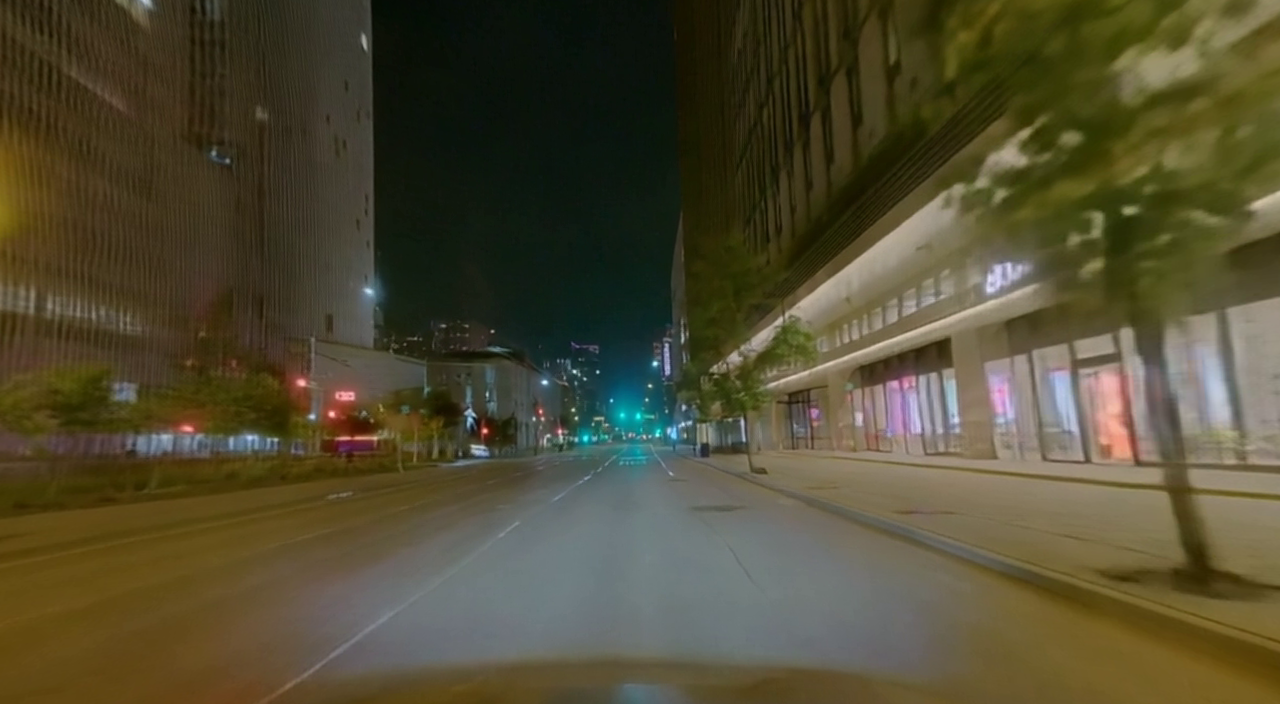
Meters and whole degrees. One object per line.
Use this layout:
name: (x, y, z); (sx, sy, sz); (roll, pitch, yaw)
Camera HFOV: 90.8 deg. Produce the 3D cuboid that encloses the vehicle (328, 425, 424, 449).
vehicle: (-18.385, 5.918, 44.090); (5.962, 1.458, 1.711); (1, -9, 3)
